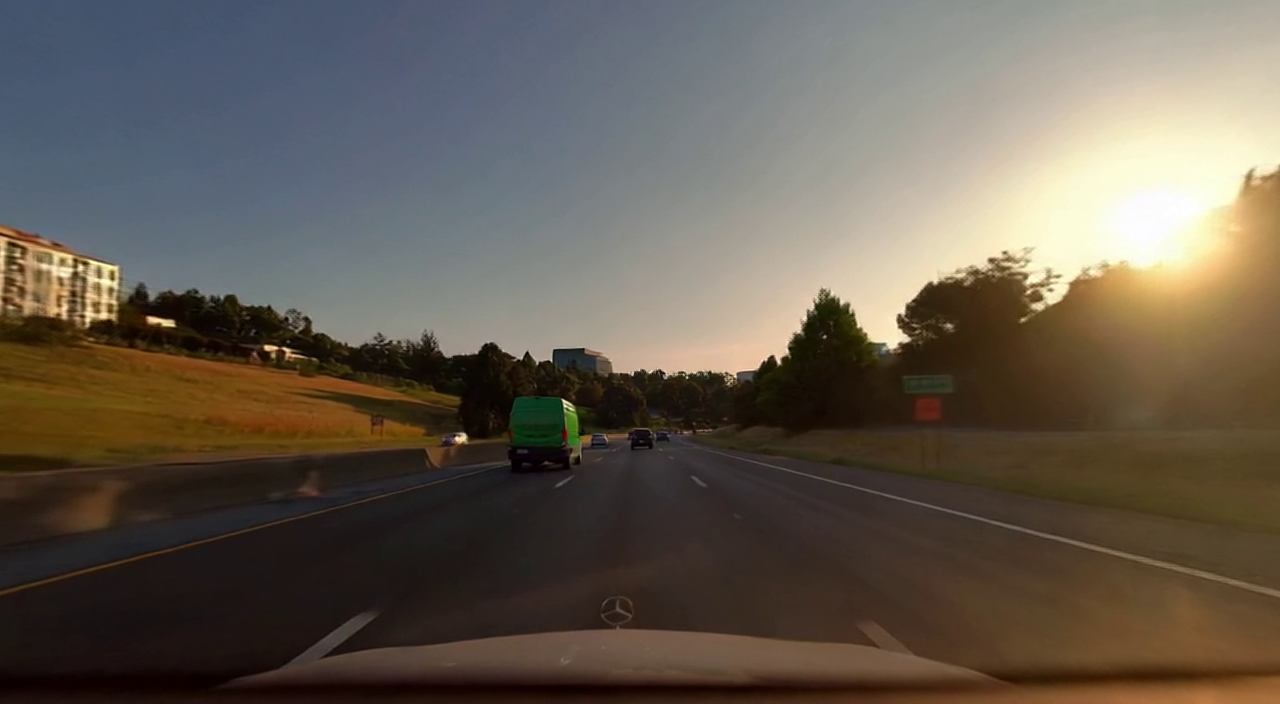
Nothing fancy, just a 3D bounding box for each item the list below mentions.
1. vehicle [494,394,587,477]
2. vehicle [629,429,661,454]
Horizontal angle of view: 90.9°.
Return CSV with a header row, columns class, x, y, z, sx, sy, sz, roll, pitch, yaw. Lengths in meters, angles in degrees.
class,x,y,z,sx,sy,sz,roll,pitch,yaw
vehicle,-3.349,2.999,22.653,2.424,2.577,5.828,0,-8,0
vehicle,0.311,6.268,44.154,2.104,1.646,4.176,0,-8,0
